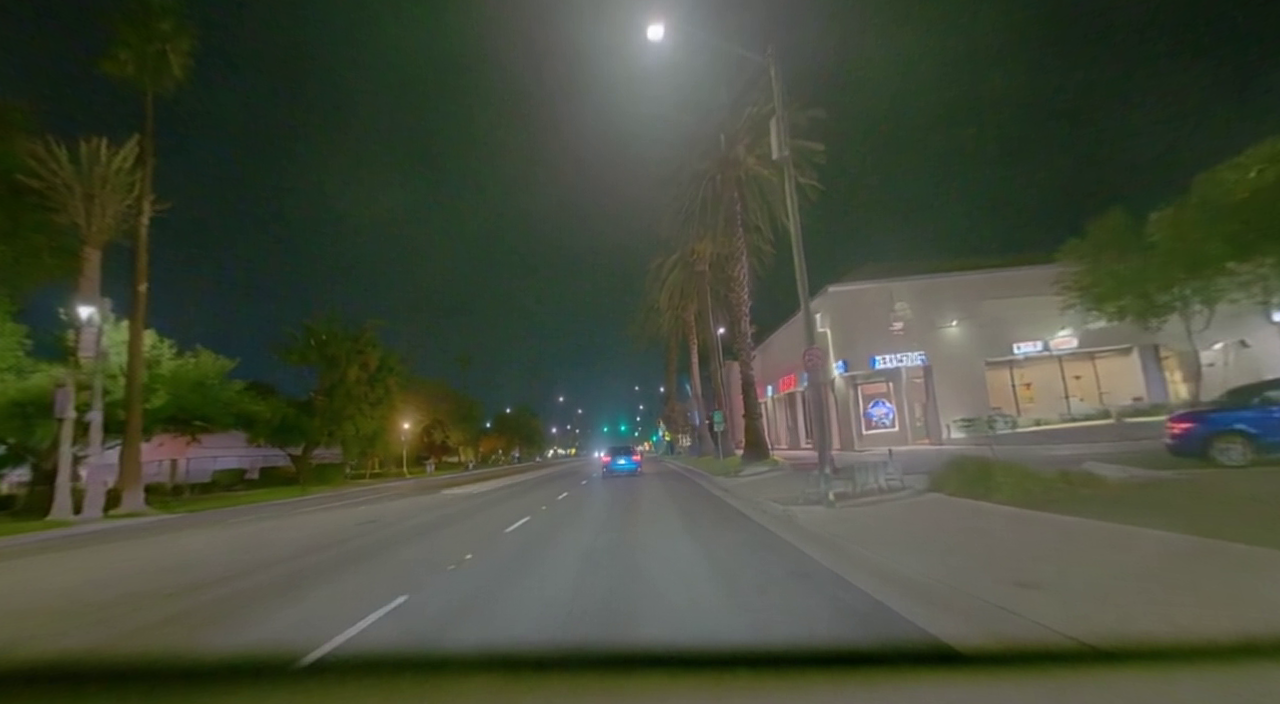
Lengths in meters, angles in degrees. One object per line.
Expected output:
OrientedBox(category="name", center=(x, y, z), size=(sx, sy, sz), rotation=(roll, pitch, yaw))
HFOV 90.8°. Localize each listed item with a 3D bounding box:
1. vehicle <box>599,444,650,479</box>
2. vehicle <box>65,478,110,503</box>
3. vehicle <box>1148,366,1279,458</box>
OrientedBox(category="vehicle", center=(-0.668, 4.987, 29.191), size=(2.156, 1.462, 4.495), rotation=(0, -8, 0))
OrientedBox(category="vehicle", center=(-43.413, 10.864, 49.714), size=(2.106, 1.639, 4.127), rotation=(6, -10, -35))
OrientedBox(category="vehicle", center=(12.589, 1.104, 11.607), size=(1.873, 1.657, 4.557), rotation=(5, -10, -30))
